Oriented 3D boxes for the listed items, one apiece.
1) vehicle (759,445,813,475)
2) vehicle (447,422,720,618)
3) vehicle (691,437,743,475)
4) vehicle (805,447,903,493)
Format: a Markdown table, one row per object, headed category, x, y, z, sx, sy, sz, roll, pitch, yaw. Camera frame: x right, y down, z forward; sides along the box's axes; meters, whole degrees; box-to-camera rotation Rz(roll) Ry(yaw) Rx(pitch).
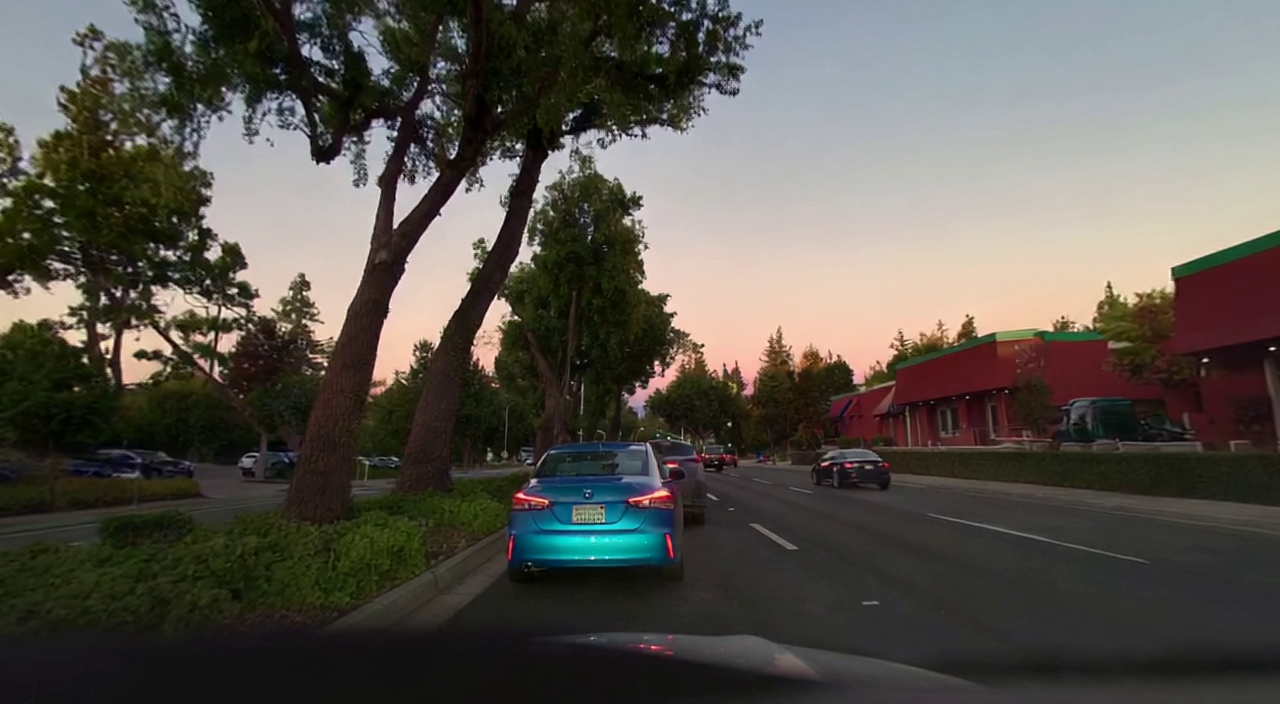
| category | x | y | z | sx | sy | sz | roll | pitch | yaw |
| --- | --- | --- | --- | --- | --- | --- | --- | --- | --- |
| vehicle | 7.952 | 5.899 | 34.509 | 1.887 | 1.516 | 4.419 | 0 | -9 | 0 |
| vehicle | -0.444 | 1.607 | 6.941 | 2.111 | 1.506 | 4.018 | 0 | -9 | 0 |
| vehicle | 4.200 | 5.774 | 34.970 | 2.260 | 1.928 | 5.218 | 0 | -9 | 0 |
| vehicle | 7.021 | 3.894 | 21.060 | 1.909 | 1.380 | 3.905 | 0 | -9 | 0 |
